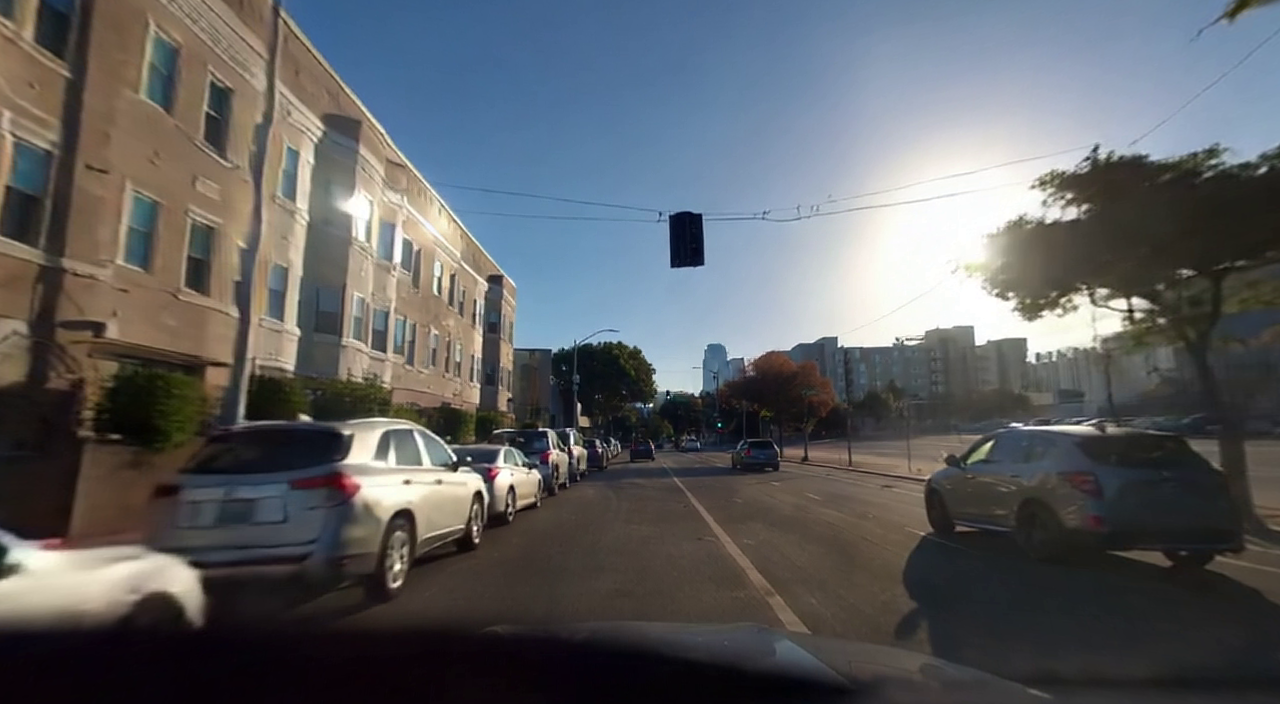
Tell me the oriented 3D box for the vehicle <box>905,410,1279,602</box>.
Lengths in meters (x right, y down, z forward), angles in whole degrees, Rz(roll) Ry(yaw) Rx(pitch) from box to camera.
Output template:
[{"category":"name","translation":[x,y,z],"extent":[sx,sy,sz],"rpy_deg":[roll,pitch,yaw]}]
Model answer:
[{"category":"vehicle","translation":[5.010,1.605,7.454],"extent":[1.891,1.599,4.173],"rpy_deg":[0,-8,0]}]

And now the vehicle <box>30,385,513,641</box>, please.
[{"category":"vehicle","translation":[-2.936,1.412,6.576],"extent":[2.143,1.687,4.602],"rpy_deg":[-1,-8,2]}]

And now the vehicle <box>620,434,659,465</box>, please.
[{"category":"vehicle","translation":[-0.036,5.612,36.470],"extent":[2.122,1.689,3.885],"rpy_deg":[0,-8,0]}]

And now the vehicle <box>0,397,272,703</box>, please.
[{"category":"vehicle","translation":[-3.028,0.783,1.276],"extent":[1.843,1.482,4.310],"rpy_deg":[-1,-8,2]}]

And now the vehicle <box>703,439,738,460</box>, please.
[{"category":"vehicle","translation":[5.839,7.169,46.357],"extent":[1.917,1.467,4.452],"rpy_deg":[0,-8,-1]}]

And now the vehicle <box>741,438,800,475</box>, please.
[{"category":"vehicle","translation":[5.609,4.532,27.507],"extent":[1.799,1.463,3.464],"rpy_deg":[0,-8,0]}]
